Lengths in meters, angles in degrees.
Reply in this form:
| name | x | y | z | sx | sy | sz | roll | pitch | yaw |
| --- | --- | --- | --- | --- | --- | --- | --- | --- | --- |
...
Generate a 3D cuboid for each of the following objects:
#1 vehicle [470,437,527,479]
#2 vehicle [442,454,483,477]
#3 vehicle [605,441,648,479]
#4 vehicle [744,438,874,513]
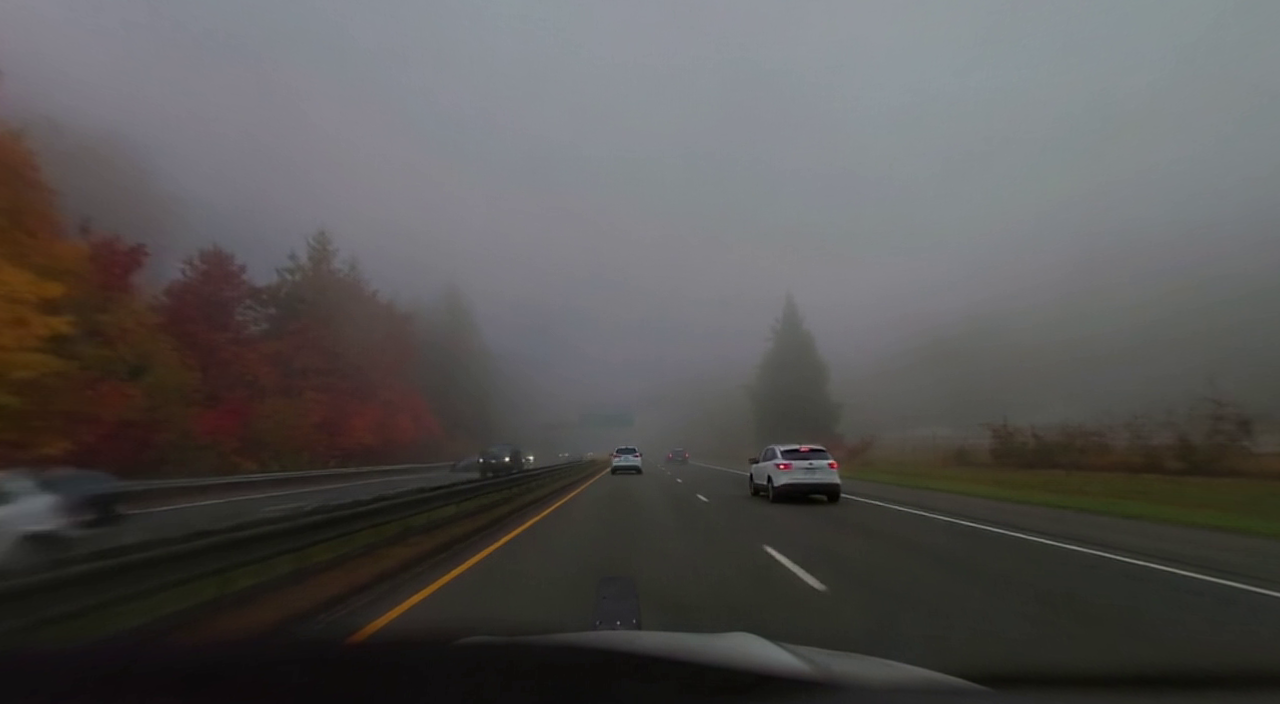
| name | x | y | z | sx | sy | sz | roll | pitch | yaw |
| --- | --- | --- | --- | --- | --- | --- | --- | --- | --- |
| vehicle | -9.541 | 7.187 | 42.812 | 2.447 | 2.609 | 5.829 | -1 | -9 | 1 |
| vehicle | -13.422 | 8.578 | 47.657 | 1.885 | 1.545 | 4.338 | -1 | -9 | 0 |
| vehicle | -0.628 | 5.166 | 30.249 | 1.937 | 1.699 | 3.936 | -1 | -9 | 0 |
| vehicle | 3.828 | 2.853 | 15.049 | 1.843 | 1.505 | 4.339 | 0 | -9 | -1 |
